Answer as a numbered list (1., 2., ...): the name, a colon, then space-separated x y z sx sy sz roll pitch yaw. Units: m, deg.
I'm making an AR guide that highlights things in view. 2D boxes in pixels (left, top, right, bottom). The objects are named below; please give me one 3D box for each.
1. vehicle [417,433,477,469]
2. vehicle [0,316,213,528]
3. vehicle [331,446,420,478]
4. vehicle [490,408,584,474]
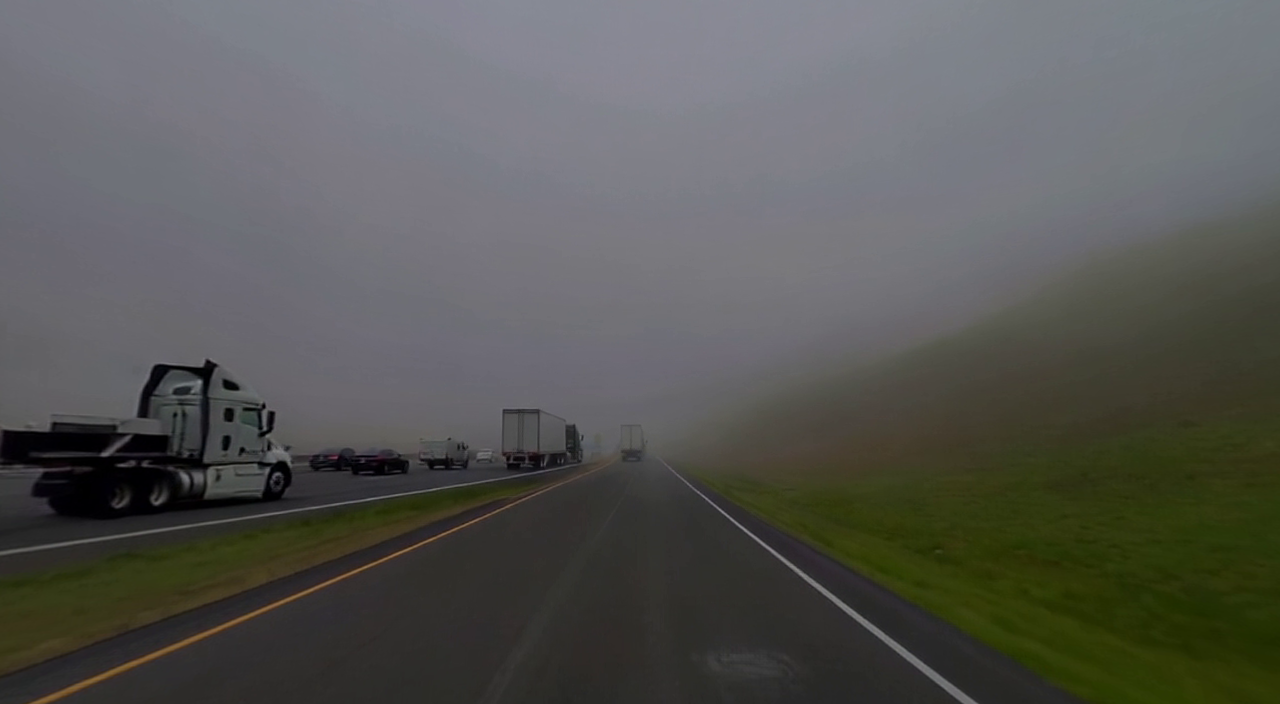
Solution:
1. vehicle: -14.969 7.755 49.340 2.264 2.596 5.494 -1 -9 8
2. vehicle: -12.521 1.032 9.755 2.745 3.617 11.590 -1 -9 6
3. vehicle: -13.457 5.634 32.422 1.925 1.493 4.864 -1 -9 8
4. vehicle: -7.049 6.634 46.315 2.848 4.067 14.314 -1 -9 7
